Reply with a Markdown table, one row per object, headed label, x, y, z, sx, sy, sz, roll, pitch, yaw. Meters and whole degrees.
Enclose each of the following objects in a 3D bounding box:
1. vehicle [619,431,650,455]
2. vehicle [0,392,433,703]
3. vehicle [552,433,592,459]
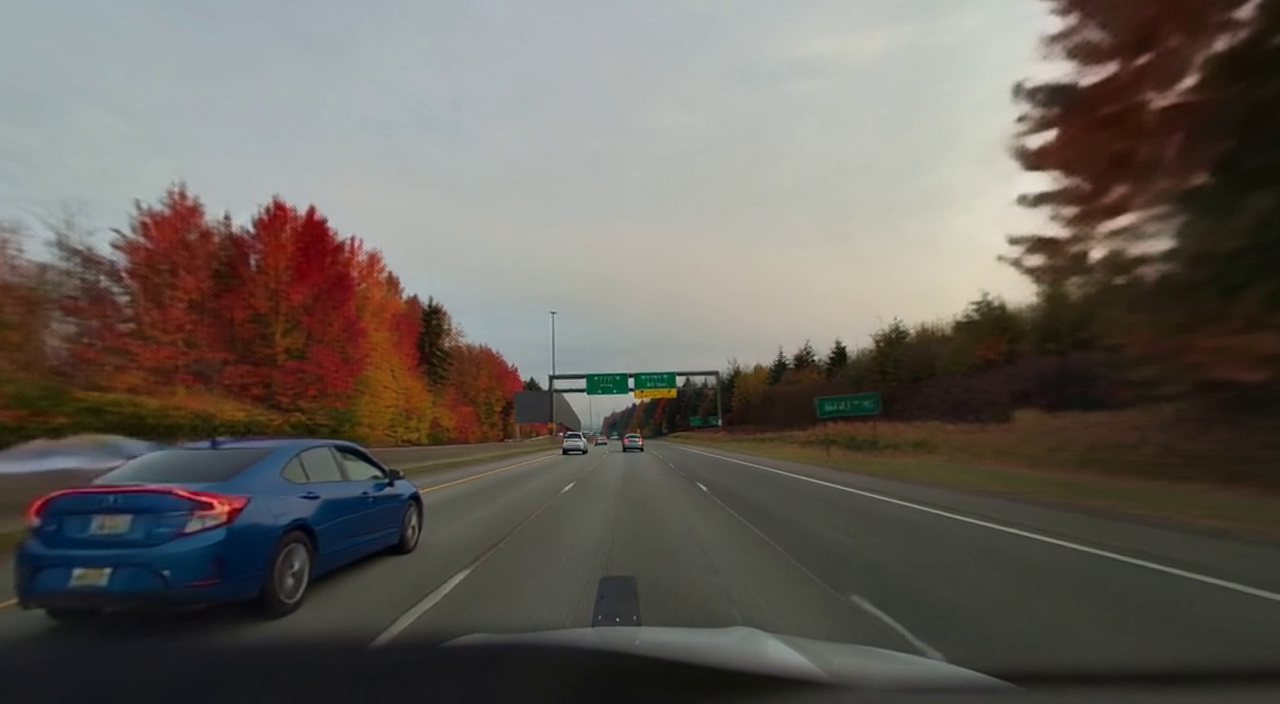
| label | x | y | z | sx | sy | sz | roll | pitch | yaw |
| --- | --- | --- | --- | --- | --- | --- | --- | --- | --- |
| vehicle | -0.412 | 6.368 | 44.029 | 2.054 | 1.609 | 3.859 | 0 | -8 | -1 |
| vehicle | -3.429 | 1.248 | 4.987 | 1.989 | 1.497 | 4.645 | 0 | -8 | 0 |
| vehicle | -4.271 | 5.940 | 39.940 | 2.071 | 1.524 | 4.398 | 0 | -8 | 0 |
